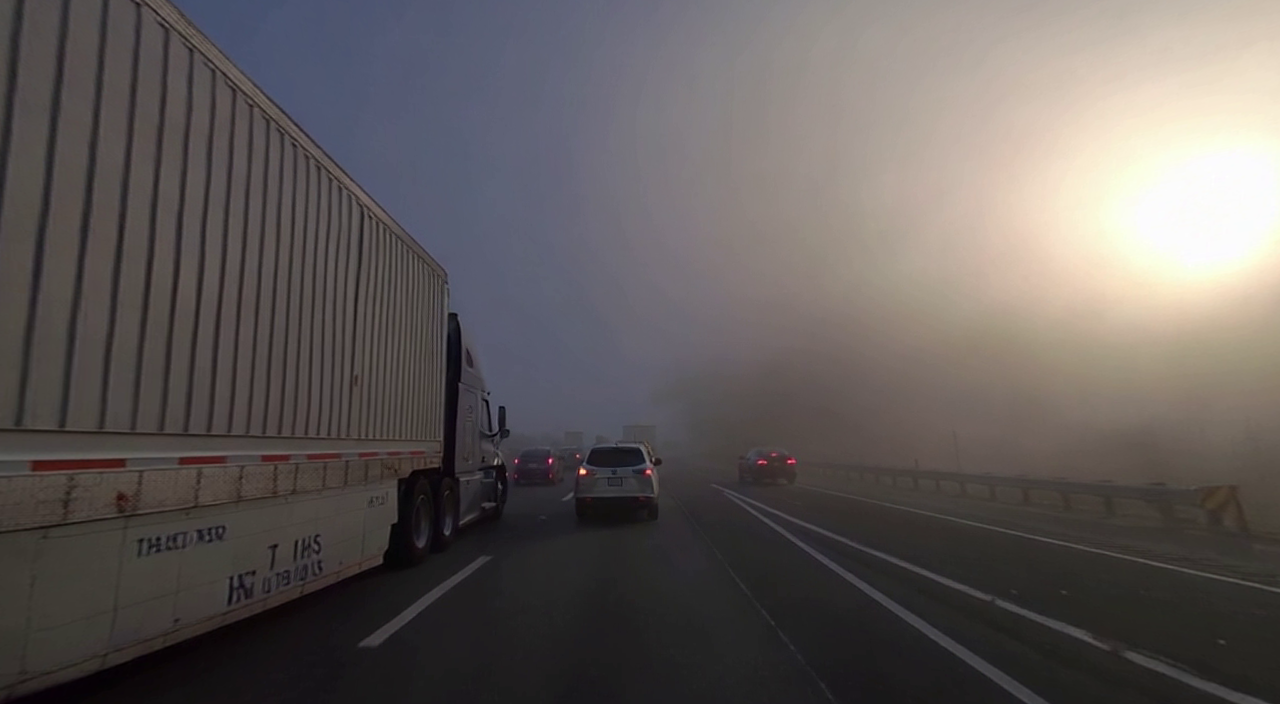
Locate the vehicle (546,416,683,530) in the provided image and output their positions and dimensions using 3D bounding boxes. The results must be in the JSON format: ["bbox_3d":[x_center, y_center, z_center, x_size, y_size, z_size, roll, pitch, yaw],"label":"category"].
[{"bbox_3d":[-0.377,2.222,11.988,2.152,1.779,3.924,0,-9,1],"label":"vehicle"}]

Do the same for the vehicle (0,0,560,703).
[{"bbox_3d":[-3.715,0.617,9.285,2.857,4.063,16.026,0,-8,1],"label":"vehicle"}]

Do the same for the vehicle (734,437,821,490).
[{"bbox_3d":[4.525,3.725,21.361,1.937,1.601,3.798,0,-9,-3],"label":"vehicle"}]
